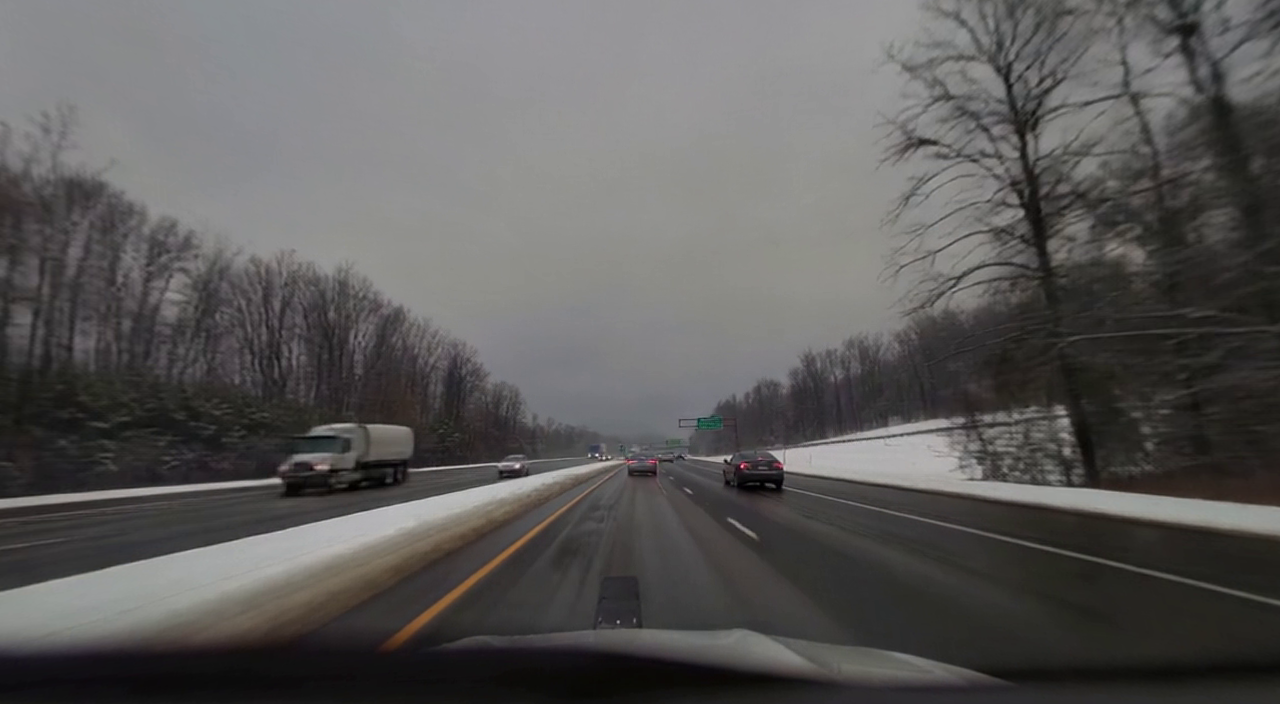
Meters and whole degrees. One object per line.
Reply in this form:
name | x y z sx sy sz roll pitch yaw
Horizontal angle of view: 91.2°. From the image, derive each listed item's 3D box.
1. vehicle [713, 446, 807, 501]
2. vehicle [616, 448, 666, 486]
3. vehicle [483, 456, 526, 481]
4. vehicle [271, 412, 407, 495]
vehicle | 3.702 3.821 20.167 2.119 1.557 4.163 0 -9 -1
vehicle | 0.036 5.166 28.421 2.070 1.546 4.648 0 -9 0
vehicle | -8.911 7.657 41.528 1.839 1.487 4.458 0 -9 1
vehicle | -13.988 4.810 29.965 2.796 3.428 7.049 0 -9 1
